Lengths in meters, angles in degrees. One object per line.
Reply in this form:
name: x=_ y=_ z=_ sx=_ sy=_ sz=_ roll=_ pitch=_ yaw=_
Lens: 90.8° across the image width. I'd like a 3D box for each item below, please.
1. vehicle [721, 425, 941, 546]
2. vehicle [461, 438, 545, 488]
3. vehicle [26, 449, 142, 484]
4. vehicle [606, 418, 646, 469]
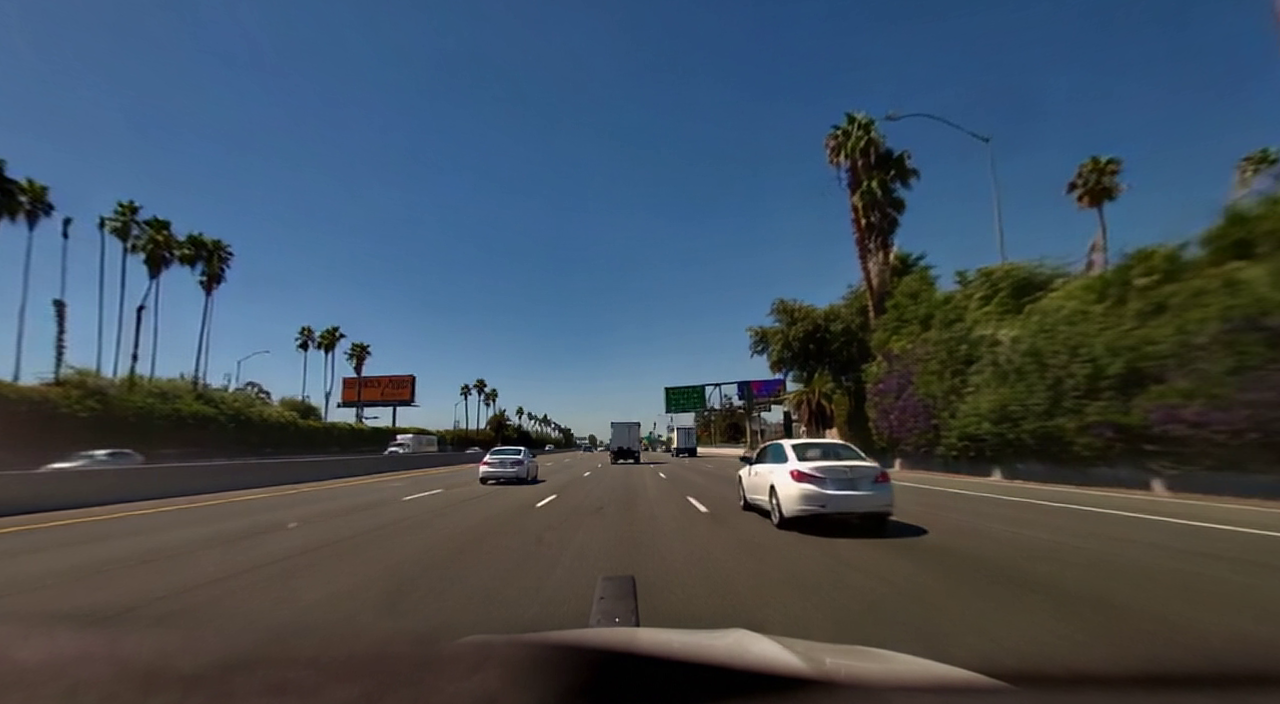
vehicle: x=2.876 y=2.133 z=10.846 sx=2.175 sy=1.598 sz=4.584 roll=0 pitch=-9 yaw=-2
vehicle: x=-4.859 y=4.003 z=23.171 sx=2.021 sy=1.598 sz=4.887 roll=0 pitch=-9 yaw=-1
vehicle: x=-32.025 y=6.576 z=36.636 sx=2.151 sy=1.871 sz=4.979 roll=0 pitch=-9 yaw=0
vehicle: x=-0.949 y=5.828 z=40.356 sx=2.364 sy=2.953 sz=6.495 roll=0 pitch=-8 yaw=-2
